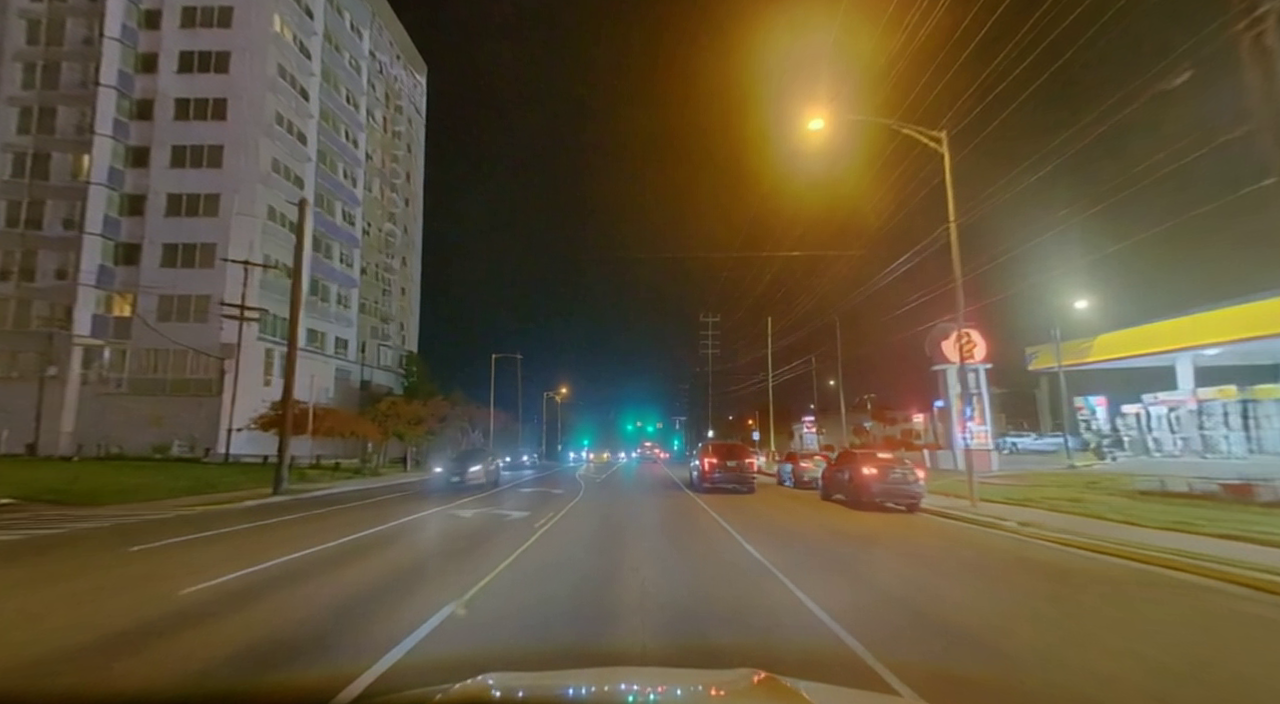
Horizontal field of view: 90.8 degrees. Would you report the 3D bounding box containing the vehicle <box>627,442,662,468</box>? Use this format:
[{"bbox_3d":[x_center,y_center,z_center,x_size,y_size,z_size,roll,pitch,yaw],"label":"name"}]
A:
[{"bbox_3d":[0.310,6.293,38.708,1.999,1.487,3.939,0,-8,1],"label":"vehicle"}]

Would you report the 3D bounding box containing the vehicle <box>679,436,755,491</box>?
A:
[{"bbox_3d":[2.491,3.728,21.534,1.945,1.647,4.160,0,-8,-2],"label":"vehicle"}]

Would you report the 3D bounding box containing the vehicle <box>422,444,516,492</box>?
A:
[{"bbox_3d":[-5.832,3.974,22.155,2.033,1.495,4.216,0,-8,1],"label":"vehicle"}]

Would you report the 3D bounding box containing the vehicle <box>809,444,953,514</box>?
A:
[{"bbox_3d":[5.886,3.112,16.109,1.914,1.513,4.474,0,-8,1],"label":"vehicle"}]
